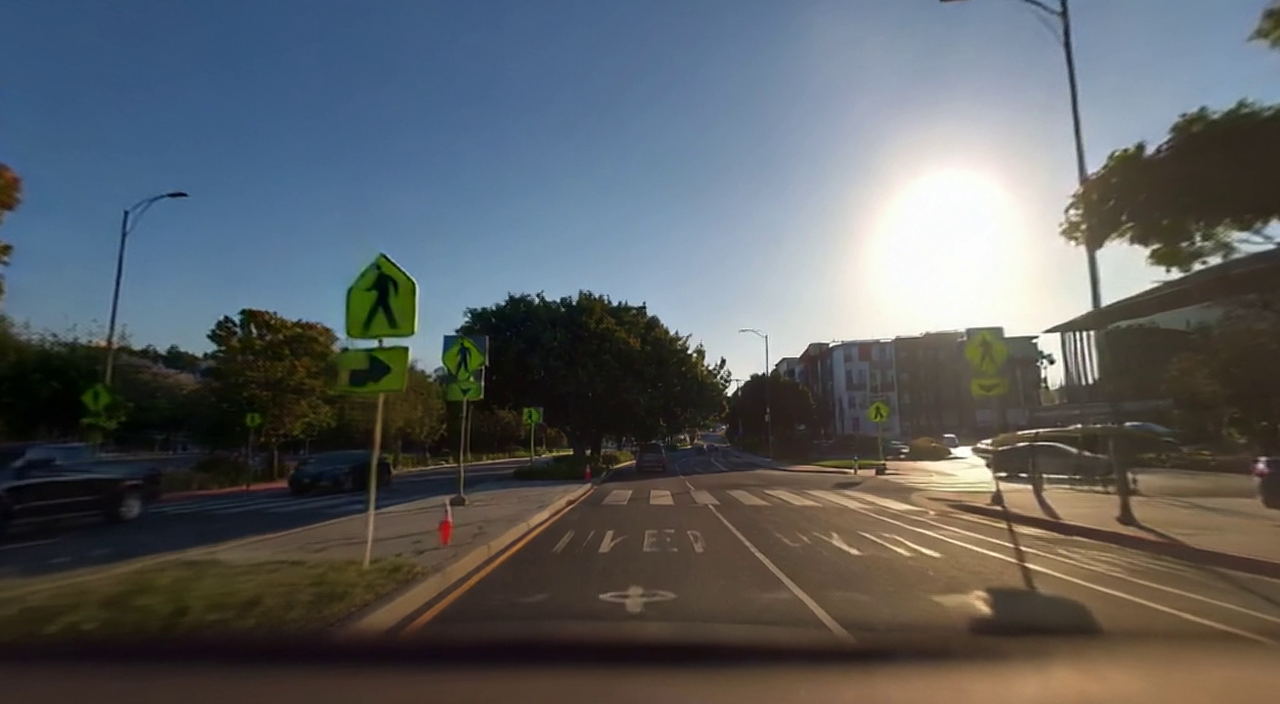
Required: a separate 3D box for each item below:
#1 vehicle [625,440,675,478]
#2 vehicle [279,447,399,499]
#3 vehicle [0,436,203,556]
[{"bbox_3d":[0.493,4.955,29.484,2.158,1.600,3.865,-1,-8,2],"label":"vehicle"},{"bbox_3d":[-10.371,4.180,22.196,2.197,1.606,4.034,0,-8,0],"label":"vehicle"},{"bbox_3d":[-10.565,2.377,10.899,2.162,1.767,5.368,-1,-8,1],"label":"vehicle"}]
